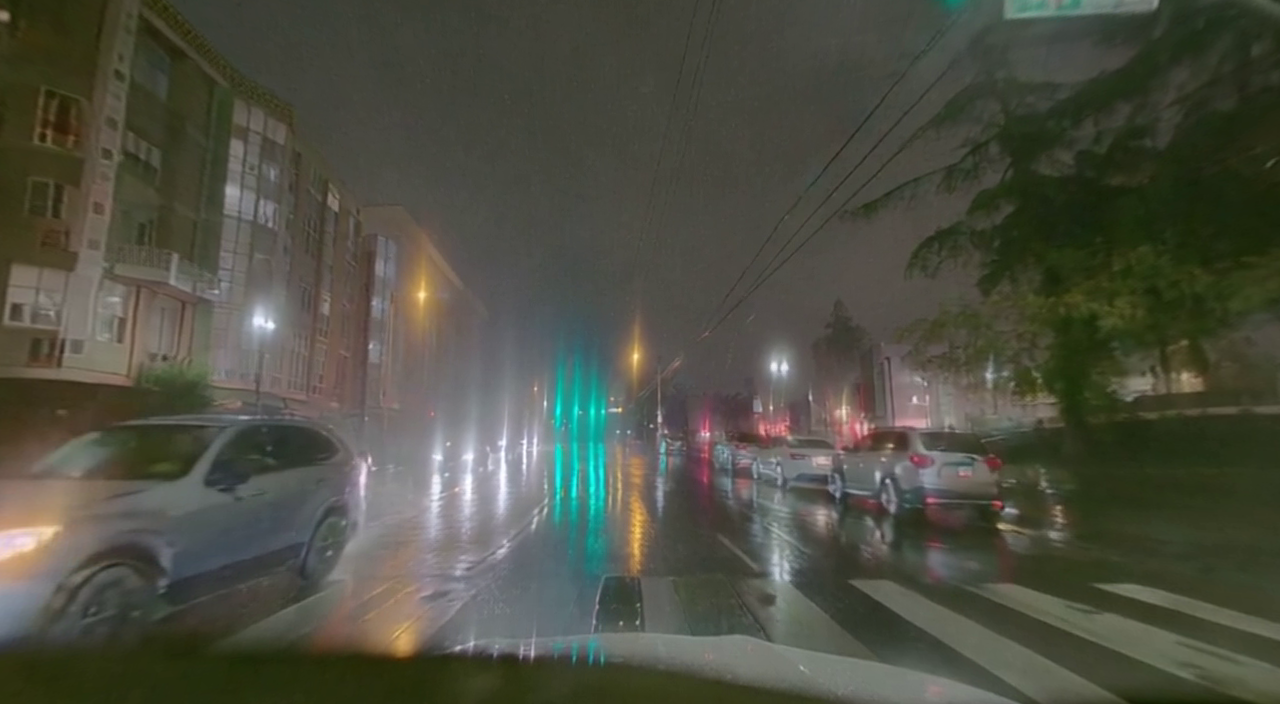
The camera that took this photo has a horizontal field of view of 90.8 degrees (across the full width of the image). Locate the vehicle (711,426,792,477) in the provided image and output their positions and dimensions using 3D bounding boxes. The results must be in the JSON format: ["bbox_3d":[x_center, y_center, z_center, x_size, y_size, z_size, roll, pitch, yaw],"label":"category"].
[{"bbox_3d":[4.336,3.967,25.545,2.059,1.804,5.182,0,-8,-4],"label":"vehicle"}]

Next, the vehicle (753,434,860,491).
[{"bbox_3d":[4.967,3.324,19.472,1.915,1.569,4.117,1,-8,-4],"label":"vehicle"}]

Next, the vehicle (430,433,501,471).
[{"bbox_3d":[-7.402,4.271,27.231,2.095,1.493,4.216,0,-8,-4],"label":"vehicle"}]

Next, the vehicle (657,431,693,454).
[{"bbox_3d":[2.497,6.570,46.161,1.957,1.572,4.418,1,-8,-5],"label":"vehicle"}]

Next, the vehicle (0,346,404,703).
[{"bbox_3d":[-3.357,1.077,3.820,2.129,1.744,4.568,0,-8,-1],"label":"vehicle"}]

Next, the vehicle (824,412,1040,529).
[{"bbox_3d":[5.611,2.316,13.030,1.945,1.931,4.778,0,-8,-3],"label":"vehicle"}]
